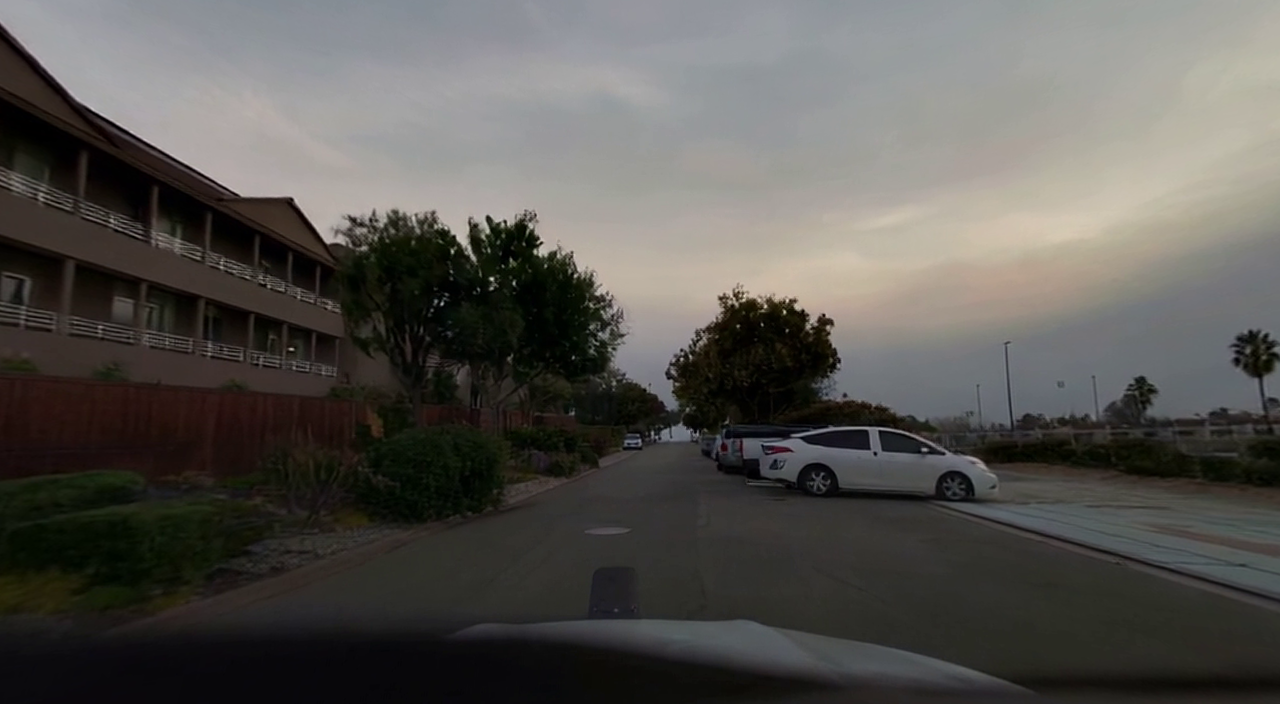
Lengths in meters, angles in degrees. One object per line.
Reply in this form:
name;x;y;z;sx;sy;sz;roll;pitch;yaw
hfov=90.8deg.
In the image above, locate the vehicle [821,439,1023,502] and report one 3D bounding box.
vehicle;6.908;2.949;15.948;4.195;1.446;1.979;-1;-9;7
